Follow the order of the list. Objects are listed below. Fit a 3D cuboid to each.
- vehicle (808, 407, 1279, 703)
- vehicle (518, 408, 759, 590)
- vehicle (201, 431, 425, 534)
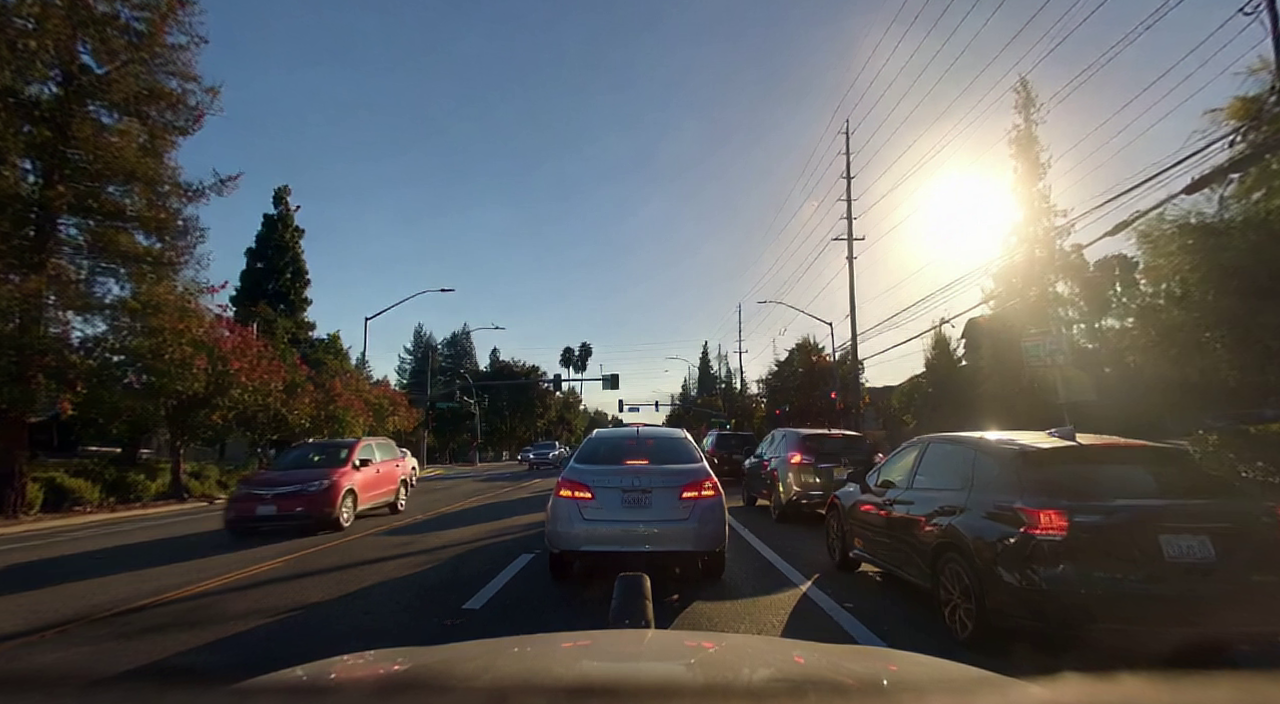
[{"bbox_3d":[2.899,1.313,4.991,1.950,1.487,4.275,0,-8,0],"label":"vehicle"},{"bbox_3d":[0.002,1.656,7.907,2.200,1.653,4.127,0,-8,1],"label":"vehicle"},{"bbox_3d":[-6.363,2.563,13.064,2.225,1.713,4.514,0,-8,0],"label":"vehicle"}]
